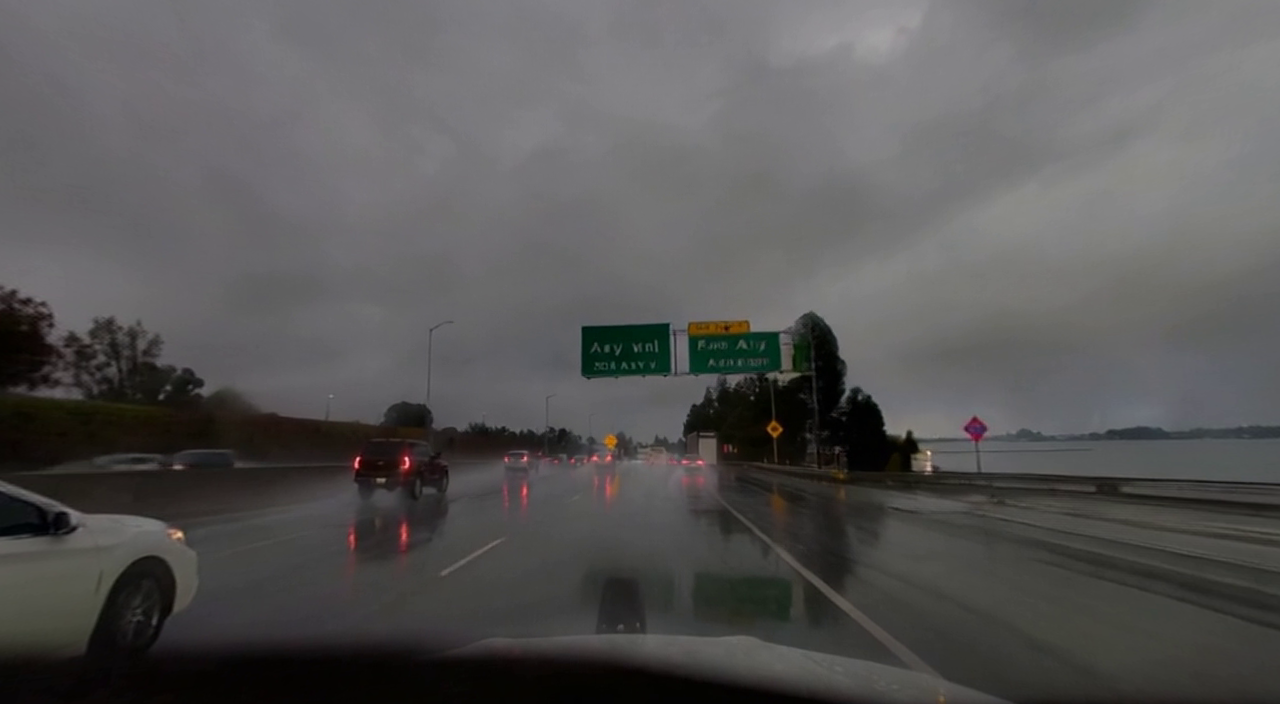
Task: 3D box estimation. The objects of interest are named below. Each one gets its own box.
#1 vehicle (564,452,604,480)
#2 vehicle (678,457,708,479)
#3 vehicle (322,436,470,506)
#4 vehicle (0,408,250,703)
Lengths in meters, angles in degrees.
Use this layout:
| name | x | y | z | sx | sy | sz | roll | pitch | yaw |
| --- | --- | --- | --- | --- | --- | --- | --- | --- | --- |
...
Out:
| name | x | y | z | sx | sy | sz | roll | pitch | yaw |
| --- | --- | --- | --- | --- | --- | --- | --- | --- | --- |
| vehicle | -3.601 | 7.483 | 41.579 | 2.132 | 1.708 | 4.571 | 0 | -9 | 1 |
| vehicle | 3.936 | 8.701 | 47.402 | 2.153 | 1.510 | 4.646 | 0 | -9 | 4 |
| vehicle | -7.379 | 3.661 | 19.909 | 2.250 | 1.870 | 5.647 | 0 | -9 | 2 |
| vehicle | -4.030 | 0.963 | 2.471 | 2.027 | 1.547 | 4.511 | 0 | -9 | 1 |
